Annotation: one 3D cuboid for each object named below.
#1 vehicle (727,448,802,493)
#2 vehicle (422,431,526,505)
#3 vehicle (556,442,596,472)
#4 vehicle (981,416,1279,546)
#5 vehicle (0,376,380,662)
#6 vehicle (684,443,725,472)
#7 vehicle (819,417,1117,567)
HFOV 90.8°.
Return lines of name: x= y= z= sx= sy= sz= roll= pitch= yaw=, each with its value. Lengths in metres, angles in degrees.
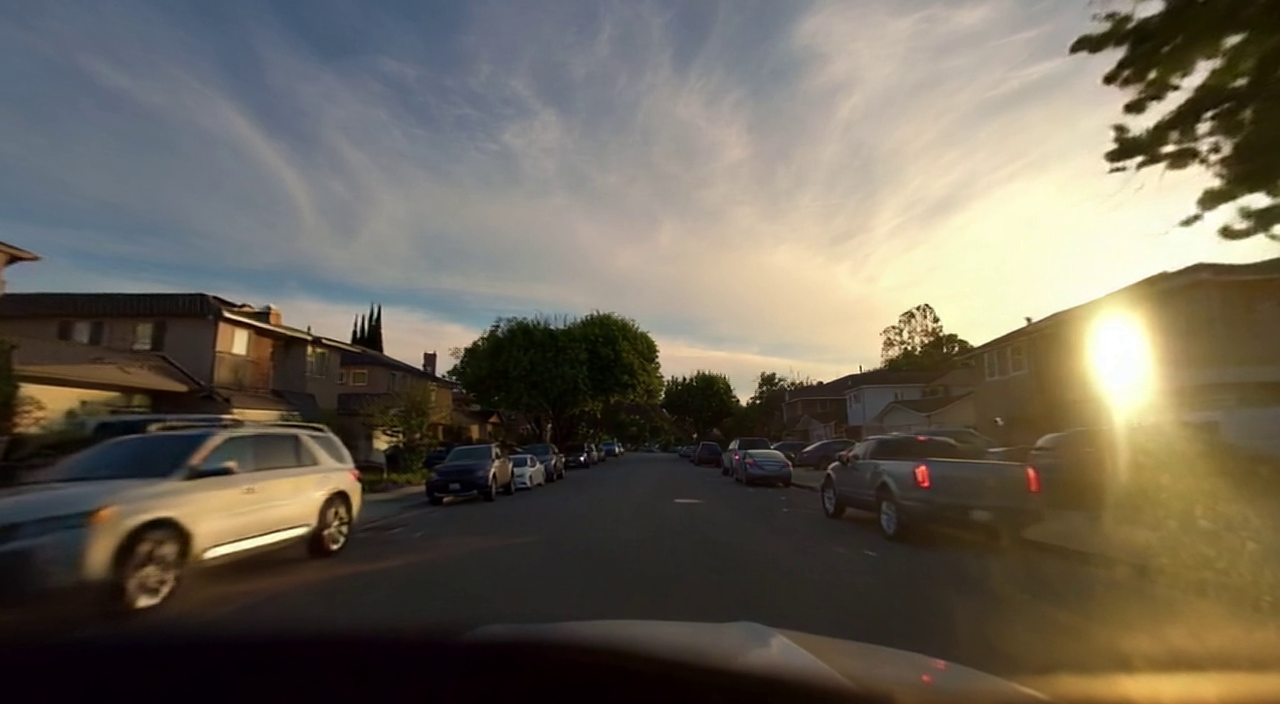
vehicle: x=4.729 y=4.561 z=24.799 sx=1.850 sy=1.516 sz=5.066 roll=0 pitch=-8 yaw=-1
vehicle: x=-4.619 y=3.334 z=18.272 sx=2.007 sy=1.861 sz=4.101 roll=0 pitch=-10 yaw=-2
vehicle: x=-4.046 y=6.714 z=40.372 sx=2.035 sy=1.822 sz=4.348 roll=-1 pitch=-10 yaw=1
vehicle: x=8.996 y=2.277 z=11.786 sx=2.285 sy=1.833 sz=4.853 roll=-1 pitch=-9 yaw=-3
vehicle: x=-5.143 y=1.605 z=7.055 sx=2.319 sy=1.902 sz=5.526 roll=-2 pitch=-9 yaw=-2
vehicle: x=4.705 y=7.799 z=47.042 sx=2.415 sy=1.963 sz=5.688 roll=0 pitch=-8 yaw=-1
vehicle: x=5.031 y=2.224 z=11.022 sx=2.201 sy=1.896 sz=5.632 roll=0 pitch=-8 yaw=1
